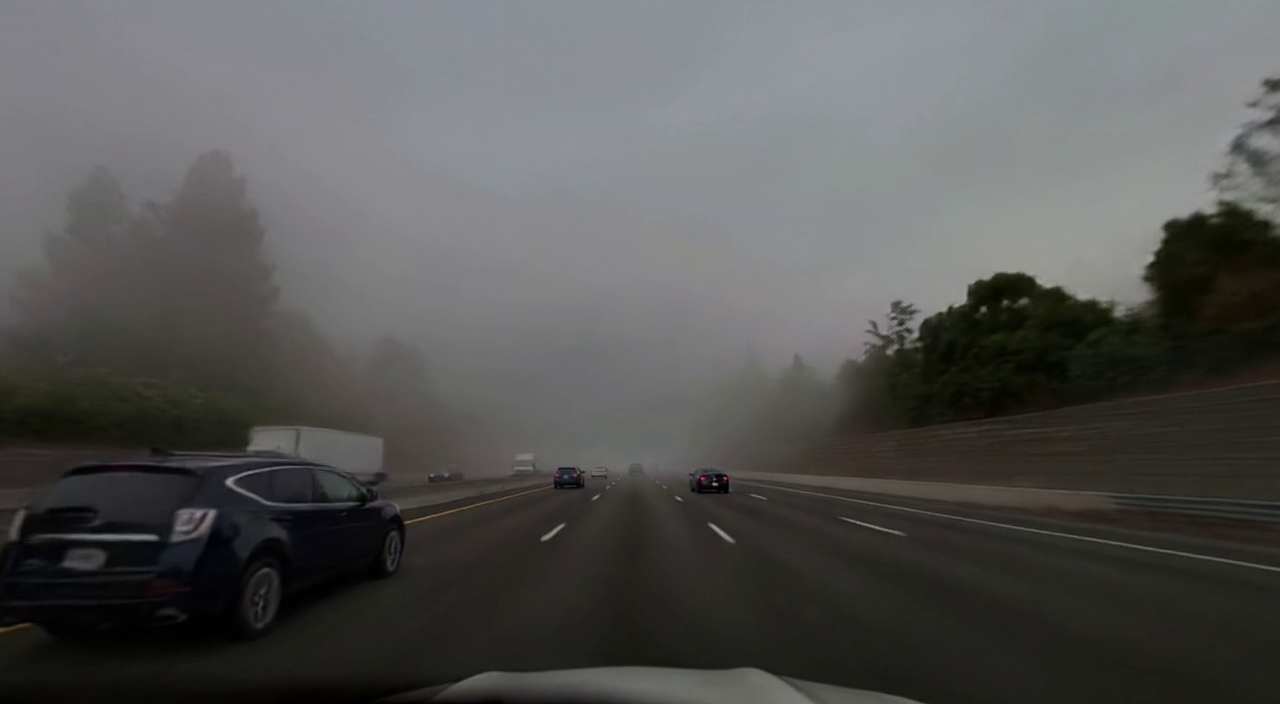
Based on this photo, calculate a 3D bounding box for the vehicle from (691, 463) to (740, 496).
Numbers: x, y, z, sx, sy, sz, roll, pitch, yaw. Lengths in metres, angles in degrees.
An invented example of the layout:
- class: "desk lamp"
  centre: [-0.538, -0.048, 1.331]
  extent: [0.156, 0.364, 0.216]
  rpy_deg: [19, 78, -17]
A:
- class: "vehicle"
  centre: [3.724, 6.389, 31.791]
  extent: [1.981, 1.516, 4.109]
  rpy_deg: [1, -11, 0]

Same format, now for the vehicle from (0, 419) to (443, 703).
- class: "vehicle"
  centre: [-3.541, 1.520, 5.604]
  extent: [2.004, 1.468, 4.812]
  rpy_deg: [1, -11, 0]

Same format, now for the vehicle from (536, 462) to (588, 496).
- class: "vehicle"
  centre: [-3.686, 6.111, 30.507]
  extent: [2.000, 1.484, 3.995]
  rpy_deg: [1, -11, -1]
